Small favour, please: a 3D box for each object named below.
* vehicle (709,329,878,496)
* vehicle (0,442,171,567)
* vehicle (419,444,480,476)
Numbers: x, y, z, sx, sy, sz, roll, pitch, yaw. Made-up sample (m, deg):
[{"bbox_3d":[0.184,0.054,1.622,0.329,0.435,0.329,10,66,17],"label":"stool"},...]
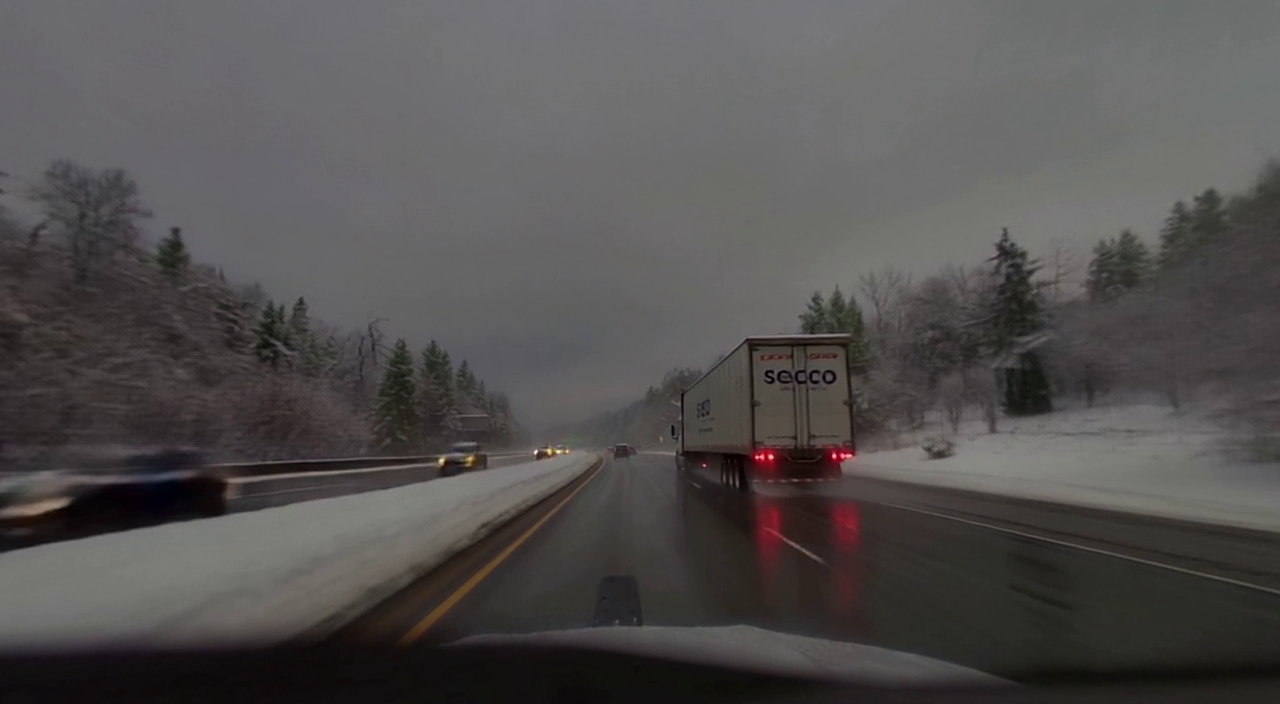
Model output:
[{"bbox_3d":[4.062,2.022,18.990,2.892,3.928,8.380,0,-9,0],"label":"vehicle"},{"bbox_3d":[-8.910,1.983,8.341,1.956,1.538,4.361,0,-9,-1],"label":"vehicle"},{"bbox_3d":[-10.261,5.838,34.125,1.996,1.631,4.421,0,-9,-1],"label":"vehicle"}]
